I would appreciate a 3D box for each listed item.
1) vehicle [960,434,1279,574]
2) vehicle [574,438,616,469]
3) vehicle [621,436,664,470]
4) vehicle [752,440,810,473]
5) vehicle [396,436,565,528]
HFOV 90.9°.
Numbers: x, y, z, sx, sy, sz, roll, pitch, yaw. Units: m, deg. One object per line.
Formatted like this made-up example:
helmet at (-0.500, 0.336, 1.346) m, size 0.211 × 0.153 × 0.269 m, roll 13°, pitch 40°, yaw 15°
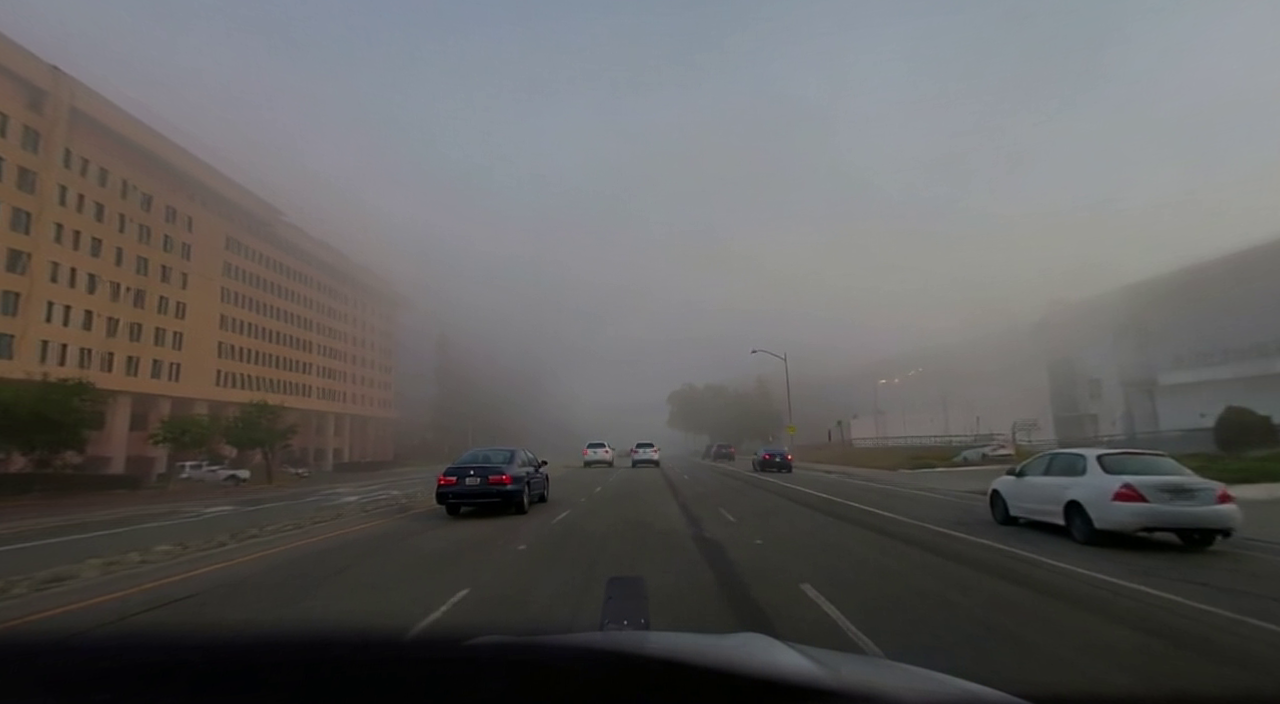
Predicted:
vehicle at (6.735, 1.948, 9.038) m, size 1.865 × 1.458 × 4.605 m, roll 0°, pitch -8°, yaw 0°
vehicle at (-2.747, 6.294, 39.449) m, size 2.117 × 1.799 × 4.442 m, roll -1°, pitch -8°, yaw 2°
vehicle at (0.188, 5.733, 35.890) m, size 2.304 × 1.795 × 4.526 m, roll -1°, pitch -8°, yaw 1°
vehicle at (6.748, 5.031, 30.573) m, size 1.884 × 1.458 × 4.245 m, roll -1°, pitch -8°, yaw 1°
vehicle at (-2.875, 2.453, 12.547) m, size 2.095 × 1.486 × 4.411 m, roll -1°, pitch -8°, yaw 2°
